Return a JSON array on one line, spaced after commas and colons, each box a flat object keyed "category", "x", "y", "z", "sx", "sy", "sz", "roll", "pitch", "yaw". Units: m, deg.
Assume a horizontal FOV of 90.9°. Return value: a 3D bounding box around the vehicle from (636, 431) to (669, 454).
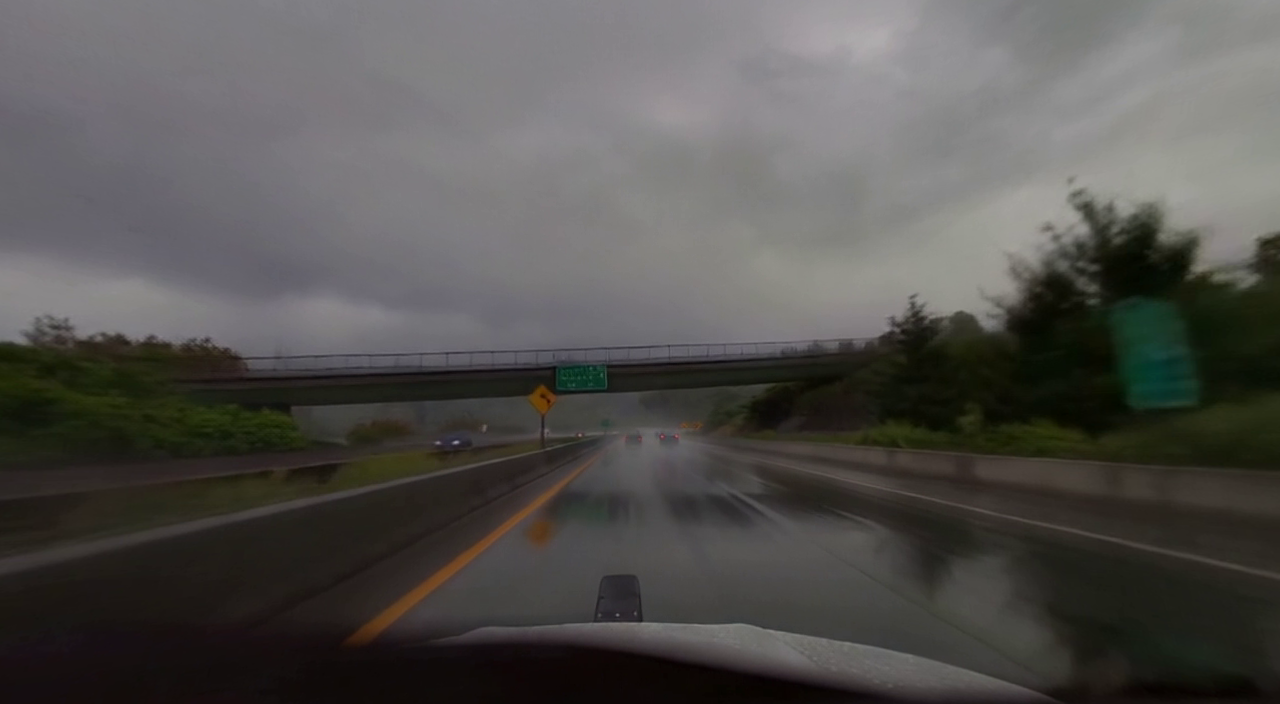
[{"category": "vehicle", "x": 0.810, "y": 6.045, "z": 42.167, "sx": 1.981, "sy": 1.490, "sz": 3.449, "roll": 0, "pitch": -8, "yaw": -3}]
